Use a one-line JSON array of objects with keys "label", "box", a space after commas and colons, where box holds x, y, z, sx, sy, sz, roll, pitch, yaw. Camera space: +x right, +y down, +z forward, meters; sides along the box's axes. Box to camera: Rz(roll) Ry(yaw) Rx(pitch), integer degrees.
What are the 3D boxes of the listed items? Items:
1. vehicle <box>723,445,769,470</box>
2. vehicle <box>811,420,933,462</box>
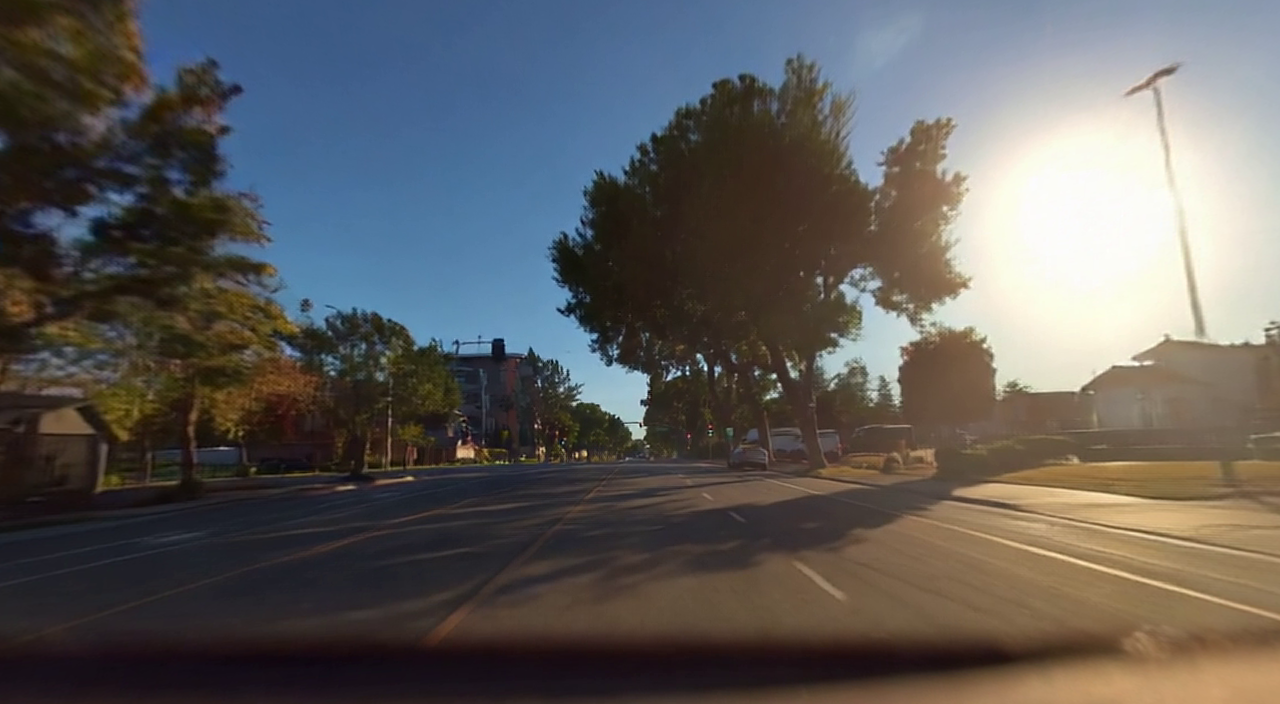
[{"label": "vehicle", "box": [6.722, 6.705, 40.398, 1.993, 1.461, 4.269, 0, -8, -3]}, {"label": "vehicle", "box": [17.569, 6.813, 48.339, 8.016, 2.965, 3.192, -1, -8, 2]}]
